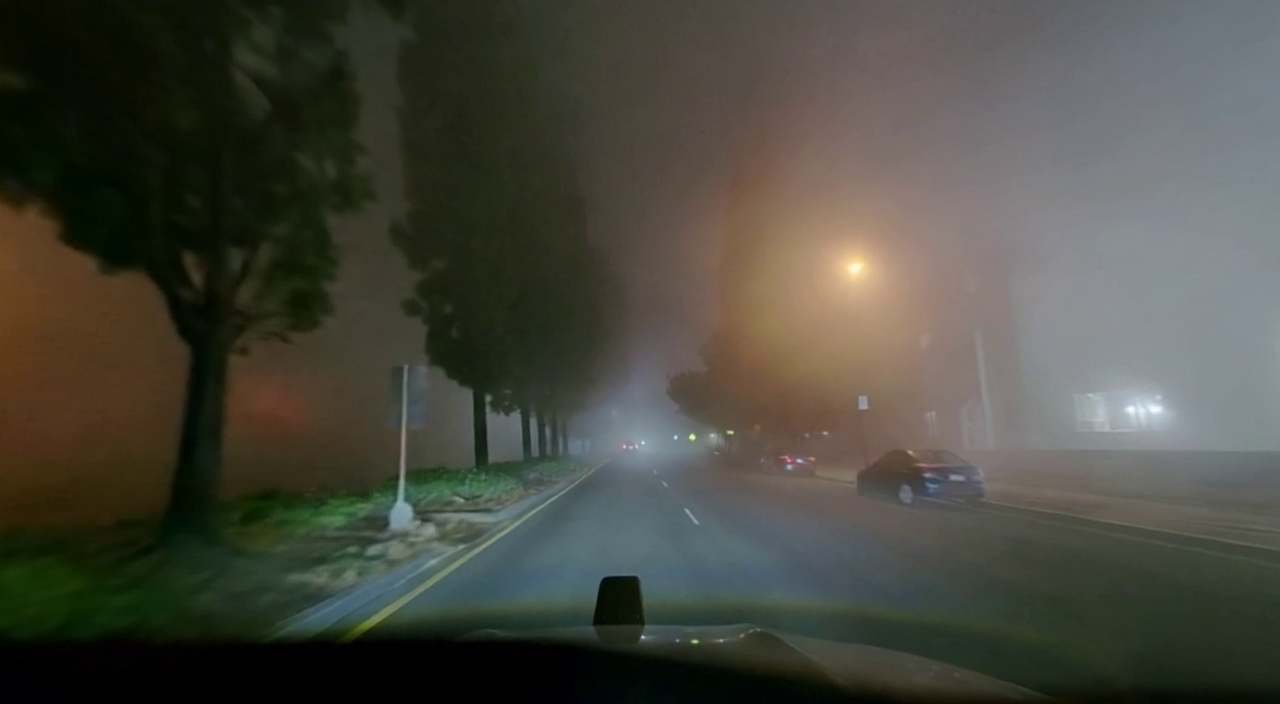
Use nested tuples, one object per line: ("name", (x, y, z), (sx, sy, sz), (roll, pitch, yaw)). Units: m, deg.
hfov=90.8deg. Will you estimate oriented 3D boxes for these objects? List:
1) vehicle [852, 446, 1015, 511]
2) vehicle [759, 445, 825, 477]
("vehicle", (7.424, 3.204, 16.639), (1.991, 1.446, 4.685), (0, -8, -1))
("vehicle", (7.390, 5.331, 31.163), (2.024, 1.447, 4.665), (0, -9, -1))
